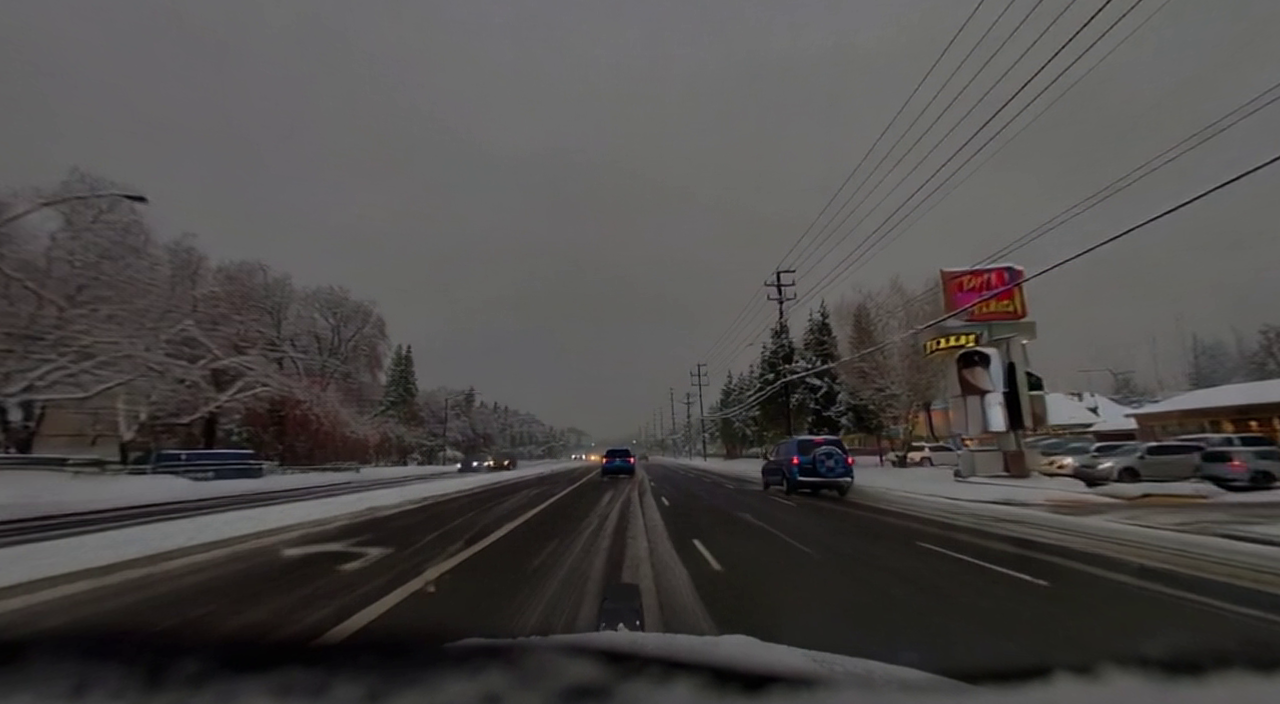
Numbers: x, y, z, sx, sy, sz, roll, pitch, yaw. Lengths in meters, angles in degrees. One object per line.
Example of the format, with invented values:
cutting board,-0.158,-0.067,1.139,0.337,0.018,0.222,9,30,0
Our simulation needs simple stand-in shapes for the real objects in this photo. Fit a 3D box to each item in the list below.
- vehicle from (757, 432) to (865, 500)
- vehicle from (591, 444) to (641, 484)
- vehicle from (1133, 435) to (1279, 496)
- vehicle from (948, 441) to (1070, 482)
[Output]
vehicle,5.328,3.626,20.338,2.107,1.928,4.471,0,-9,-1
vehicle,-1.043,5.089,28.795,2.138,1.672,4.168,0,-9,-1
vehicle,17.492,3.337,18.709,3.986,1.480,1.861,-4,-9,-1
vehicle,17.011,5.047,29.190,4.323,1.466,1.878,-5,-8,0
